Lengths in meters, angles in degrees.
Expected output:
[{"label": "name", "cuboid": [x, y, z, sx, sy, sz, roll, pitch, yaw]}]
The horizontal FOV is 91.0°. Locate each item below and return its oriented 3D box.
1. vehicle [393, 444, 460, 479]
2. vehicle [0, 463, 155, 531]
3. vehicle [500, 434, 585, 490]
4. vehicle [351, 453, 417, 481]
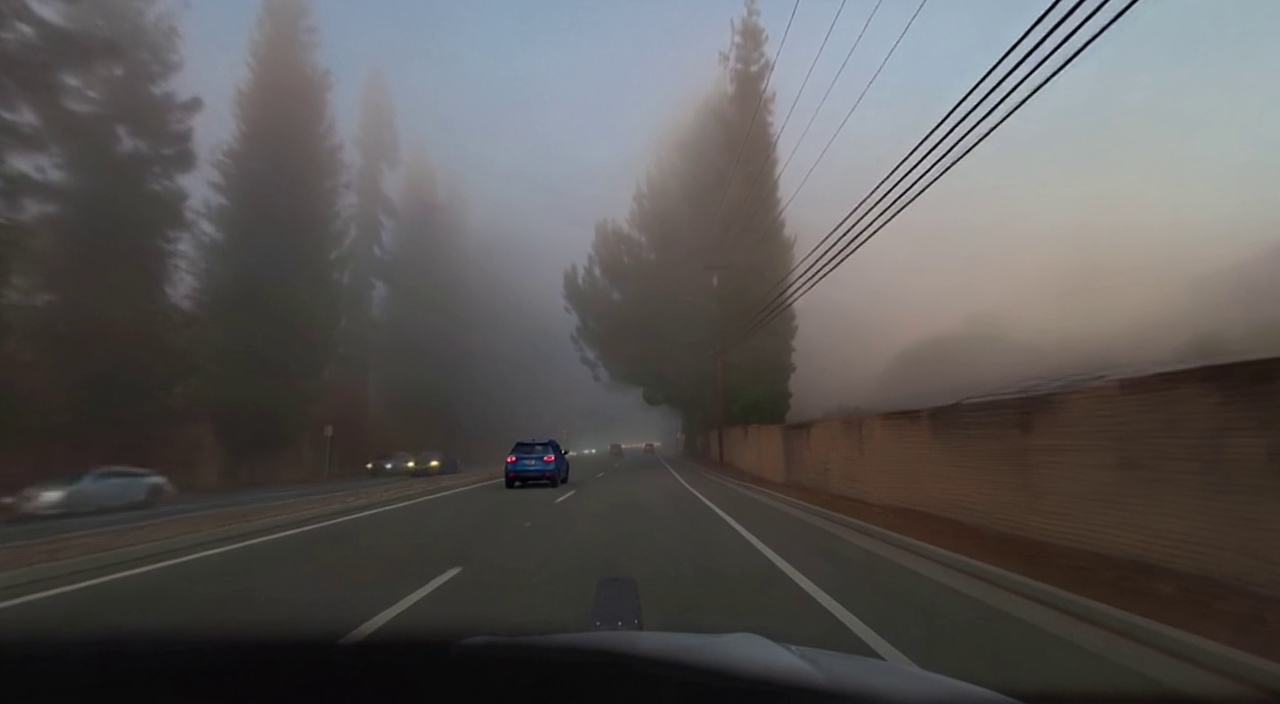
[{"label": "vehicle", "cuboid": [-11.475, 5.891, 34.188, 2.006, 1.731, 4.512, 0, -8, 1]}, {"label": "vehicle", "cuboid": [-15.821, 3.802, 17.028, 1.921, 1.467, 4.297, 0, -8, 1]}, {"label": "vehicle", "cuboid": [-3.264, 3.803, 22.072, 2.147, 1.730, 4.555, 0, -8, 1]}, {"label": "vehicle", "cuboid": [-15.248, 6.863, 37.778, 1.871, 1.505, 4.708, 0, -8, 2]}]
